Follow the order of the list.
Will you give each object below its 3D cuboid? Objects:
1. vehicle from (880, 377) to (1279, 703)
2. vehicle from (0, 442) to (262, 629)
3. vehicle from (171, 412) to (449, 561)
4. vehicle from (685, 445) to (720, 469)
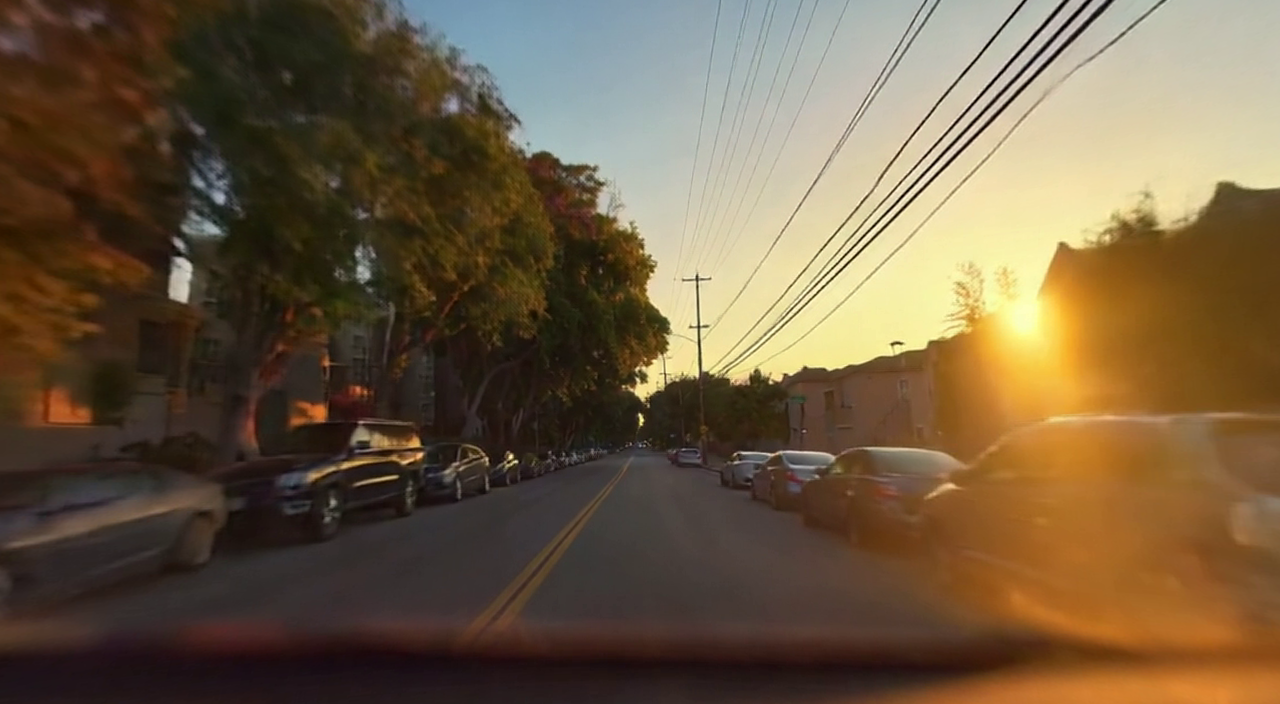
[{"bbox_3d":[3.897,1.294,4.986,2.328,1.730,4.225,0,-9,1],"label":"vehicle"},{"bbox_3d":[-6.348,1.817,6.549,2.045,1.526,4.598,-5,-9,-1],"label":"vehicle"},{"bbox_3d":[-6.090,2.479,12.873,2.376,2.219,6.021,-2,-7,1],"label":"vehicle"},{"bbox_3d":[4.145,7.055,42.235,1.883,1.527,3.828,0,-9,-1],"label":"vehicle"}]
